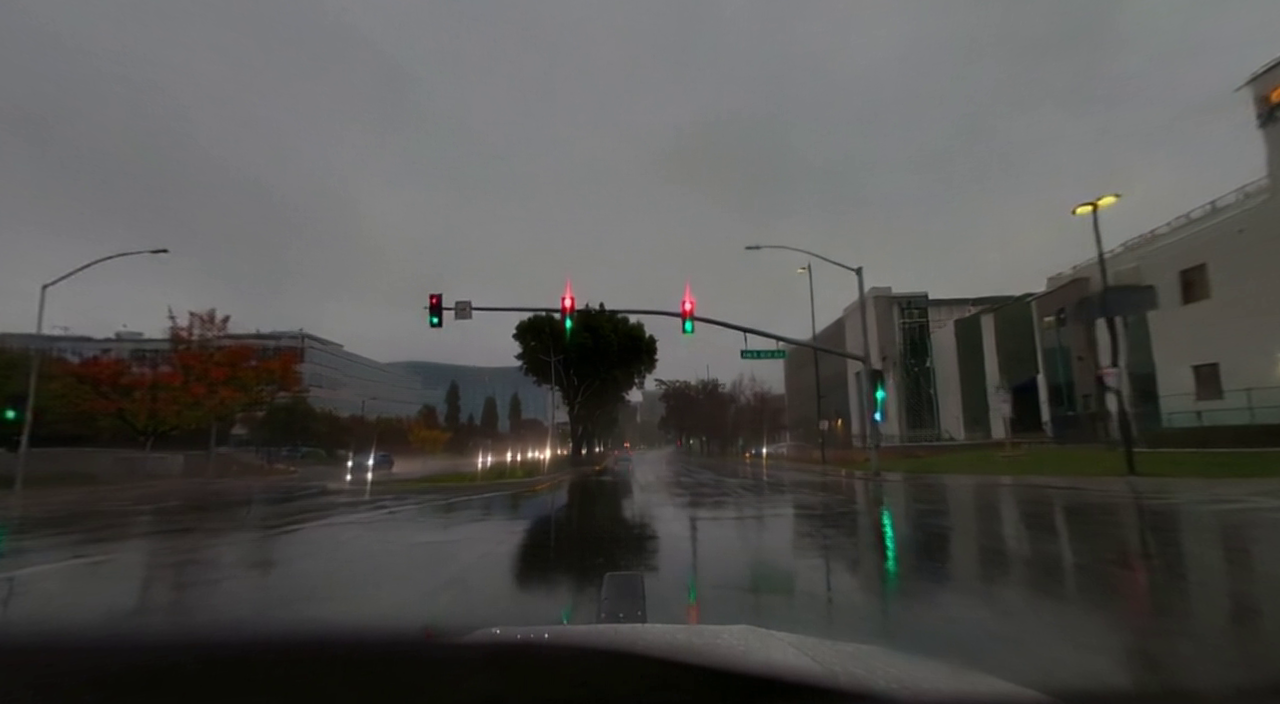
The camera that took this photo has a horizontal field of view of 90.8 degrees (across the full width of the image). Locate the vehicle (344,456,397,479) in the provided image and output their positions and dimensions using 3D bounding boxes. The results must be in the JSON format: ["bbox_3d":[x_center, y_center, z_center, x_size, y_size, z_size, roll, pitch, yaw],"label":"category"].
[{"bbox_3d":[-19.373,8.292,45.590,1.851,1.502,4.398,0,-8,0],"label":"vehicle"}]
